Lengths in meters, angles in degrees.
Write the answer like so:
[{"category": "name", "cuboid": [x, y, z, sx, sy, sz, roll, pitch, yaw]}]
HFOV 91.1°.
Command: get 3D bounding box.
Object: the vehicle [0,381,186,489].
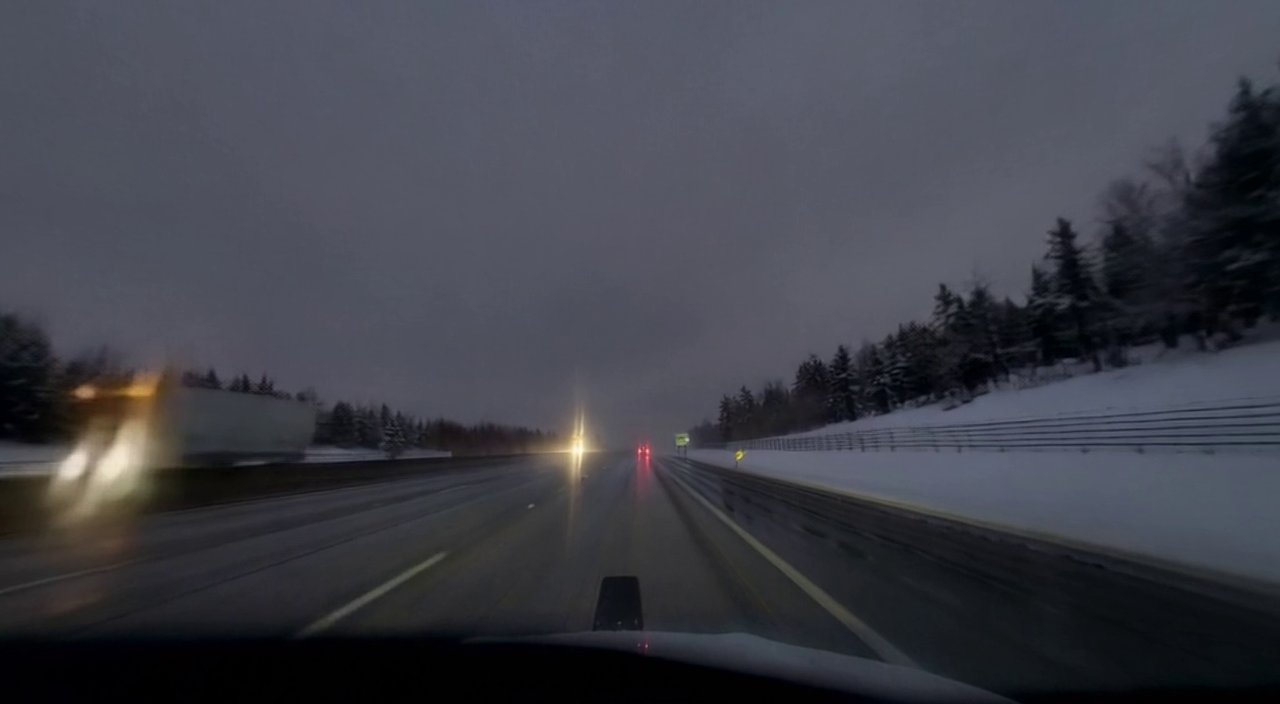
[{"category": "vehicle", "cuboid": [-23.135, 3.563, 26.636, 3.057, 4.001, 6.024, -1, -9, 0]}]
